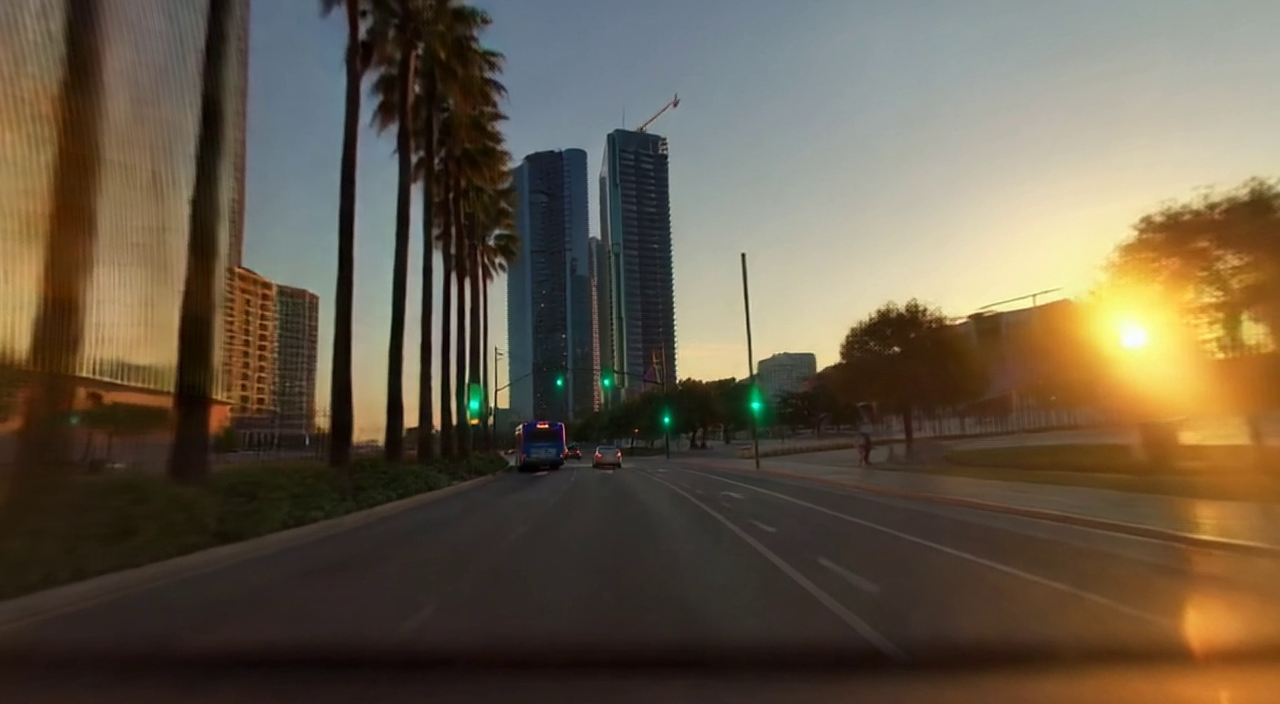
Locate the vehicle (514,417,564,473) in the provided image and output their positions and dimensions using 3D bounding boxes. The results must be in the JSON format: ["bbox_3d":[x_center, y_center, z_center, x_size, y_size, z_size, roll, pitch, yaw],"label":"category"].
[{"bbox_3d":[-6.089,5.761,38.972,2.678,3.042,8.474,1,-8,-7],"label":"vehicle"}]

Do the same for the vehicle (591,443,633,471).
[{"bbox_3d":[-1.660,5.991,36.199,2.107,1.481,4.097,1,-8,-7],"label":"vehicle"}]
